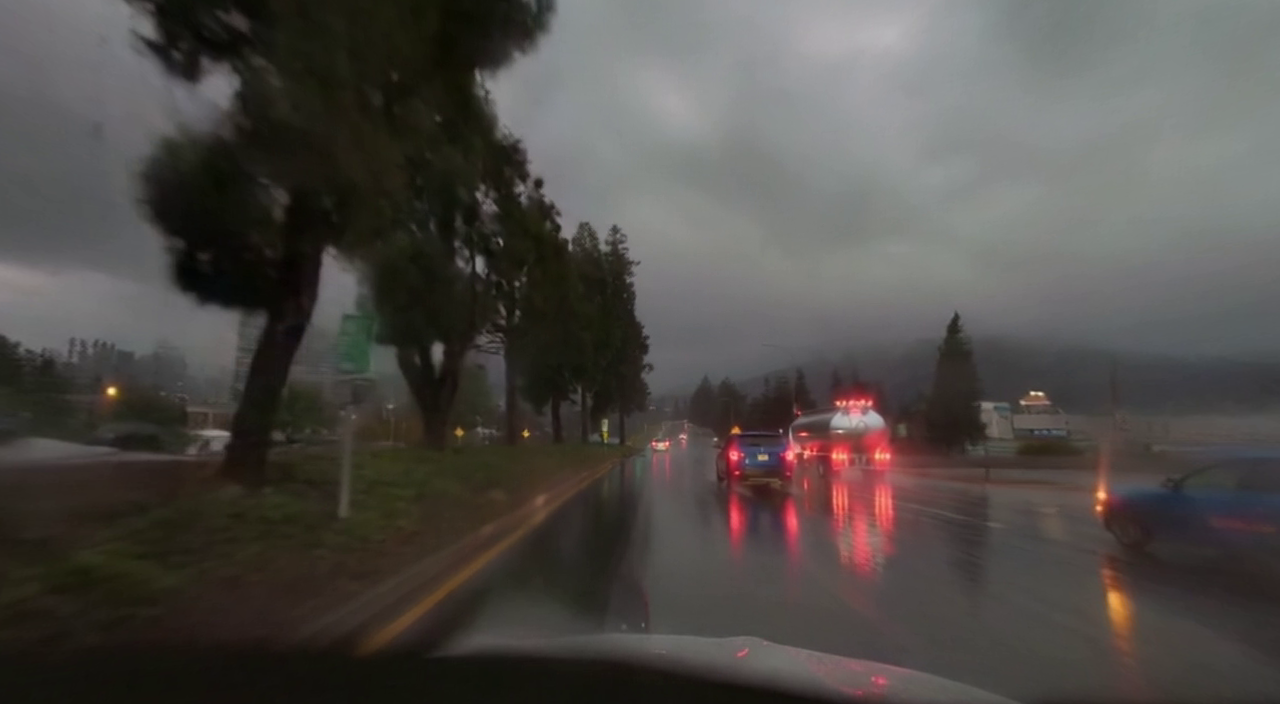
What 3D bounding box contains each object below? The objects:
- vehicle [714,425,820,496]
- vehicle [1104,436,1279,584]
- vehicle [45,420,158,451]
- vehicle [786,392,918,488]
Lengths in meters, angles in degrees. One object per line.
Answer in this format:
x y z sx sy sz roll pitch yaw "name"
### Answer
3.389 3.007 17.822 2.045 1.729 4.532 0 -8 0 "vehicle"
7.448 1.625 6.562 1.966 1.476 4.270 0 -8 0 "vehicle"
-28.585 4.438 33.535 4.334 1.511 1.888 0 -8 3 "vehicle"
7.856 3.419 24.429 2.849 3.207 6.275 0 -8 0 "vehicle"
